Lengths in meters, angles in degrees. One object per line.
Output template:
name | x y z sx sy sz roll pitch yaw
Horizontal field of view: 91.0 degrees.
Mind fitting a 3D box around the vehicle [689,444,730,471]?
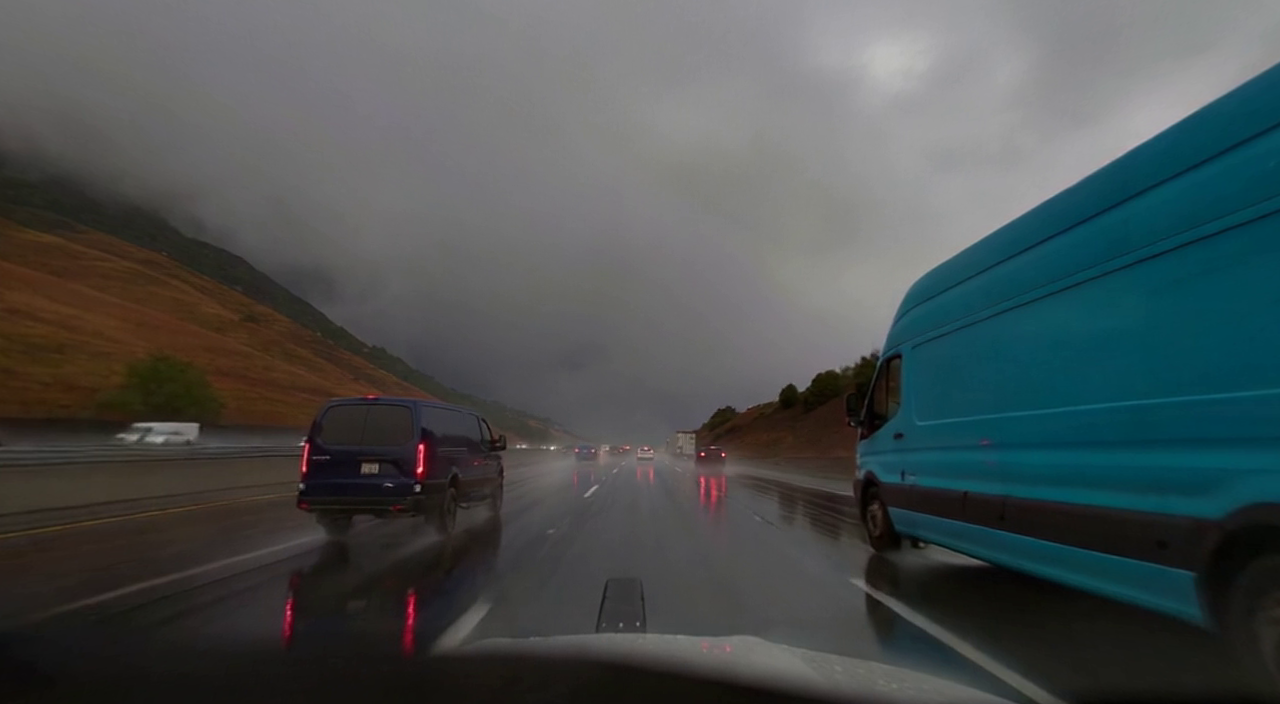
vehicle | 4.305 6.572 39.474 2.051 1.598 4.145 0 -9 -1

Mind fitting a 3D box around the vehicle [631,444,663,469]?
vehicle | 0.453 6.988 42.304 2.014 1.543 3.804 0 -9 0

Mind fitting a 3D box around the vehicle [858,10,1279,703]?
vehicle | 4.236 0.407 4.578 2.764 3.260 7.019 0 -9 0

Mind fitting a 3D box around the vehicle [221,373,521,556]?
vehicle | -3.808 1.800 10.593 2.421 2.203 5.775 0 -9 1

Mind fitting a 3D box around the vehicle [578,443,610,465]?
vehicle | -3.472 7.825 48.311 2.138 1.581 4.340 0 -9 0
